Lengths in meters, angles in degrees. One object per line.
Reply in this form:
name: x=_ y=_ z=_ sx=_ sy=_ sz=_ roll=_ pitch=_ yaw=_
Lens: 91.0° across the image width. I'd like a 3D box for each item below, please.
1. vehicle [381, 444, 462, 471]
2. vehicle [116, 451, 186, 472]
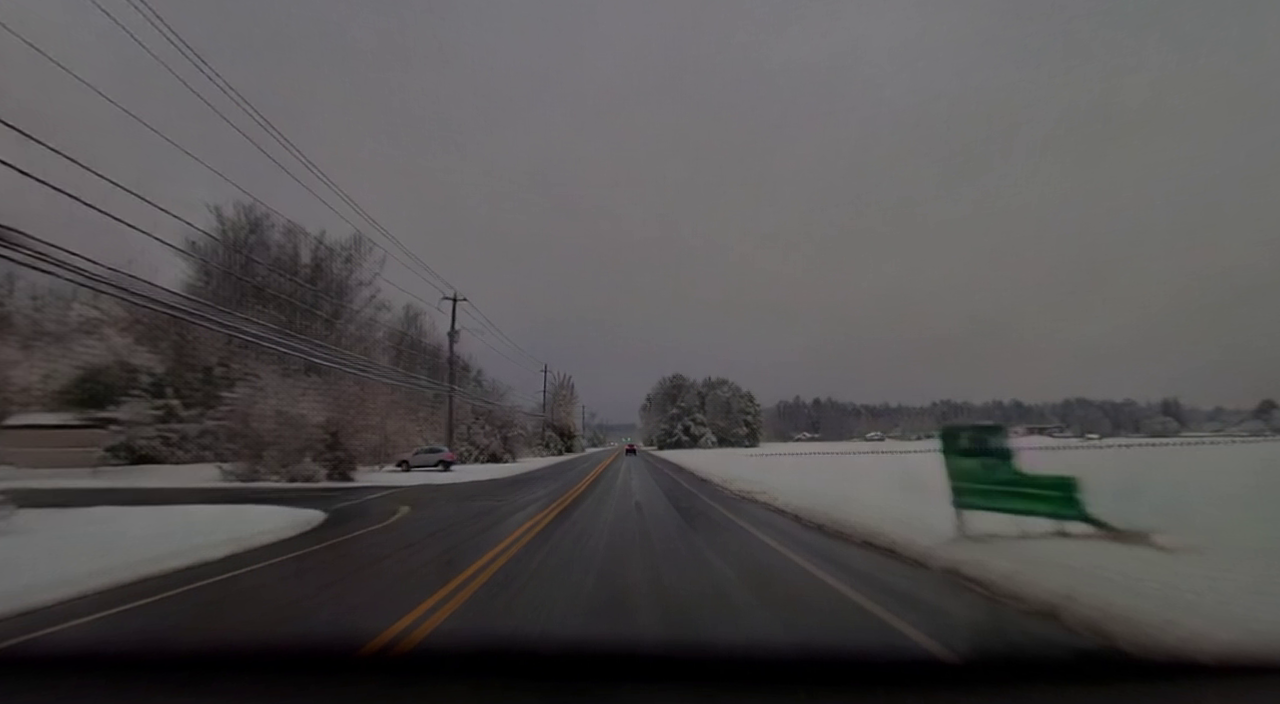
vehicle: x=-15.234 y=7.366 z=44.077 sx=4.894 sy=1.774 sz=2.150 roll=0 pitch=-8 yaw=1
vehicle: x=-35.257 y=7.872 z=45.336 sx=4.566 sy=1.459 sz=1.772 roll=-4 pitch=-10 yaw=21
